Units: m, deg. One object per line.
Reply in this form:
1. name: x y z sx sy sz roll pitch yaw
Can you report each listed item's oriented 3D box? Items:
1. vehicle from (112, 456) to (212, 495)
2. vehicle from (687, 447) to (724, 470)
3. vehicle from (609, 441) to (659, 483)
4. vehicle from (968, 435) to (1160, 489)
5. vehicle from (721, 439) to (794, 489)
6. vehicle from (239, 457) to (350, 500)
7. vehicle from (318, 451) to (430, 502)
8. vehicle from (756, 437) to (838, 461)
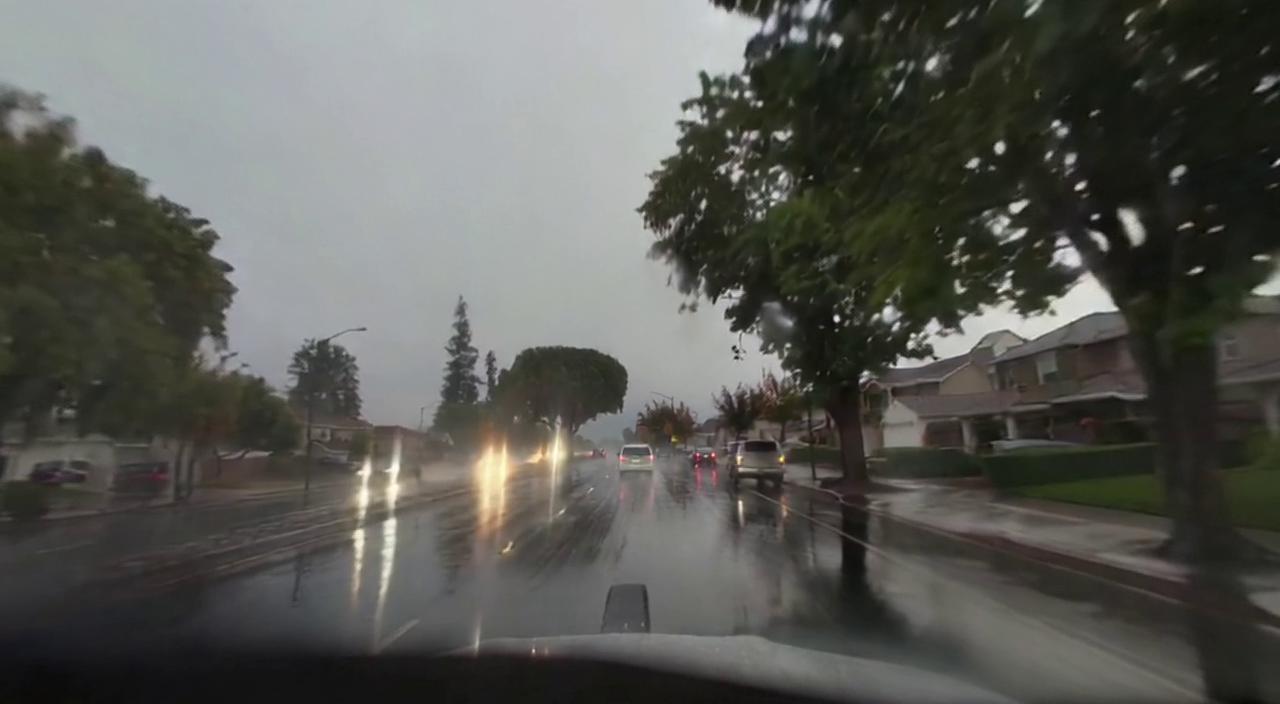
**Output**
1. vehicle: -25.342 6.532 33.619 1.786 1.444 4.545 -4 -6 2
2. vehicle: 4.613 7.507 44.780 2.020 1.518 4.255 0 -8 -2
3. vehicle: -0.248 4.795 27.855 2.024 1.655 4.301 0 -8 0
4. vehicle: 12.369 3.214 18.611 4.297 1.478 1.866 0 -8 0
5. vehicle: 4.309 4.142 23.683 1.992 1.695 4.101 0 -8 1
6. vehicle: -14.479 5.310 26.779 2.138 1.484 4.604 -2 -8 0
7. vehicle: -8.913 4.162 21.585 2.063 1.493 4.447 0 -8 -3
8. vehicle: 11.842 7.371 47.773 5.538 1.703 2.286 -1 -9 -1
